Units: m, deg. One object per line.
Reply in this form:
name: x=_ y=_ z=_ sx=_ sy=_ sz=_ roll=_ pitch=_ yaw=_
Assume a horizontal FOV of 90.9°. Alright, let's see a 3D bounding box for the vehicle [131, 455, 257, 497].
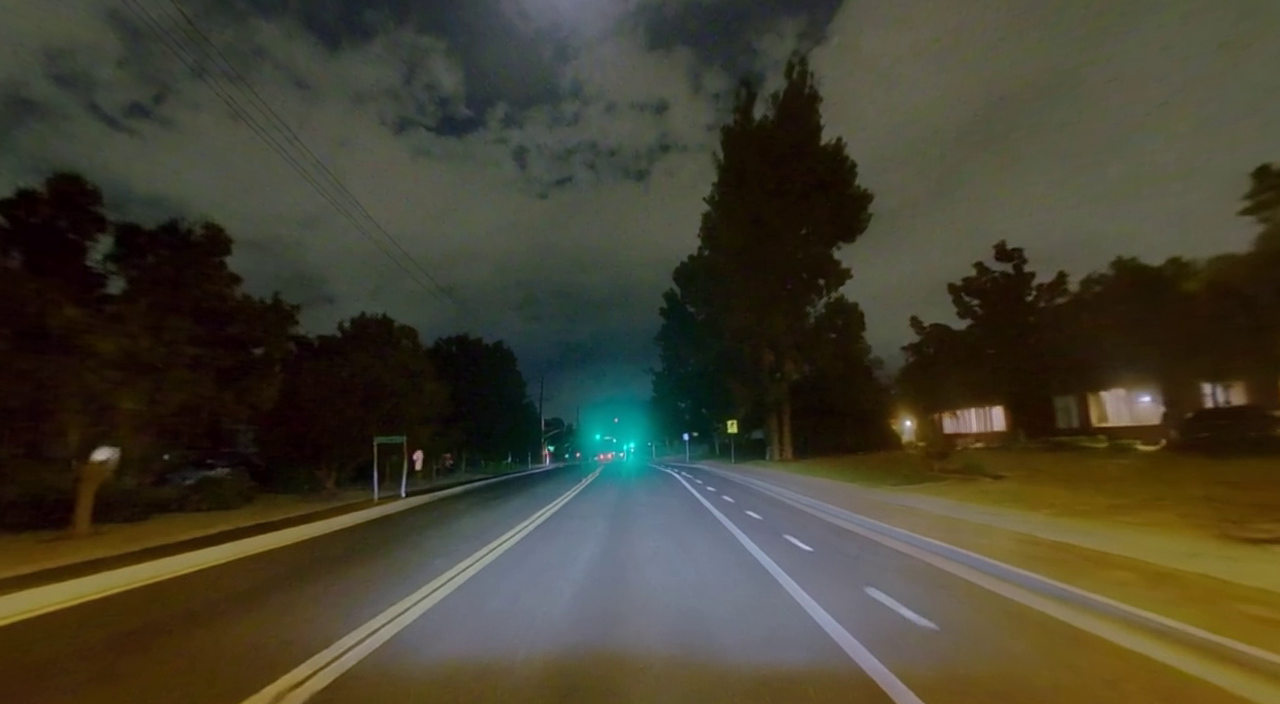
vehicle: x=-20.588 y=5.700 z=29.217 sx=4.459 sy=1.772 sz=2.011 roll=-1 pitch=-9 yaw=8
